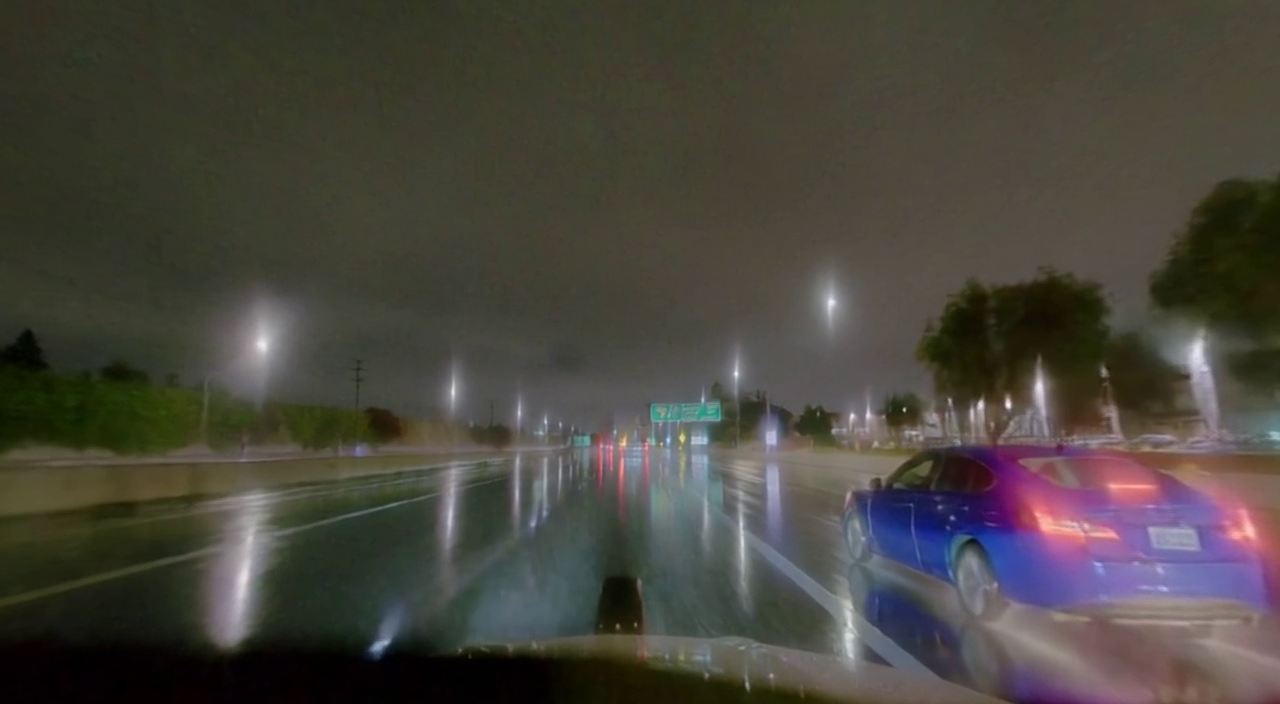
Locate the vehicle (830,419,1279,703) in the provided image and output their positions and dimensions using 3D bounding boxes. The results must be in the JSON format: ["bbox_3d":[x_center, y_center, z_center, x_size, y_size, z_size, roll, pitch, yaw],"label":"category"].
[{"bbox_3d":[3.487,1.449,5.717,1.989,1.479,4.670,0,-8,-1],"label":"vehicle"}]
